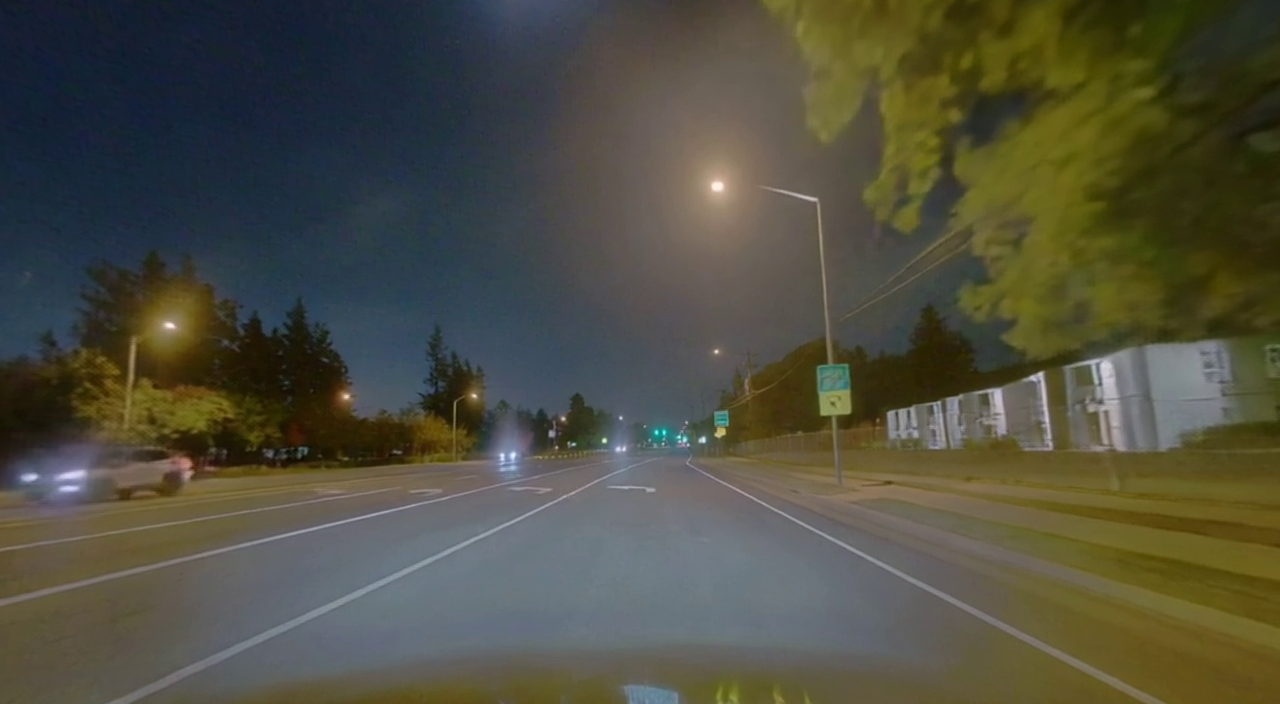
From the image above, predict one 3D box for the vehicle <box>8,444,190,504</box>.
[{"bbox_3d":[-16.528,3.693,19.642,1.925,1.649,4.010,-1,-8,4],"label":"vehicle"}]
